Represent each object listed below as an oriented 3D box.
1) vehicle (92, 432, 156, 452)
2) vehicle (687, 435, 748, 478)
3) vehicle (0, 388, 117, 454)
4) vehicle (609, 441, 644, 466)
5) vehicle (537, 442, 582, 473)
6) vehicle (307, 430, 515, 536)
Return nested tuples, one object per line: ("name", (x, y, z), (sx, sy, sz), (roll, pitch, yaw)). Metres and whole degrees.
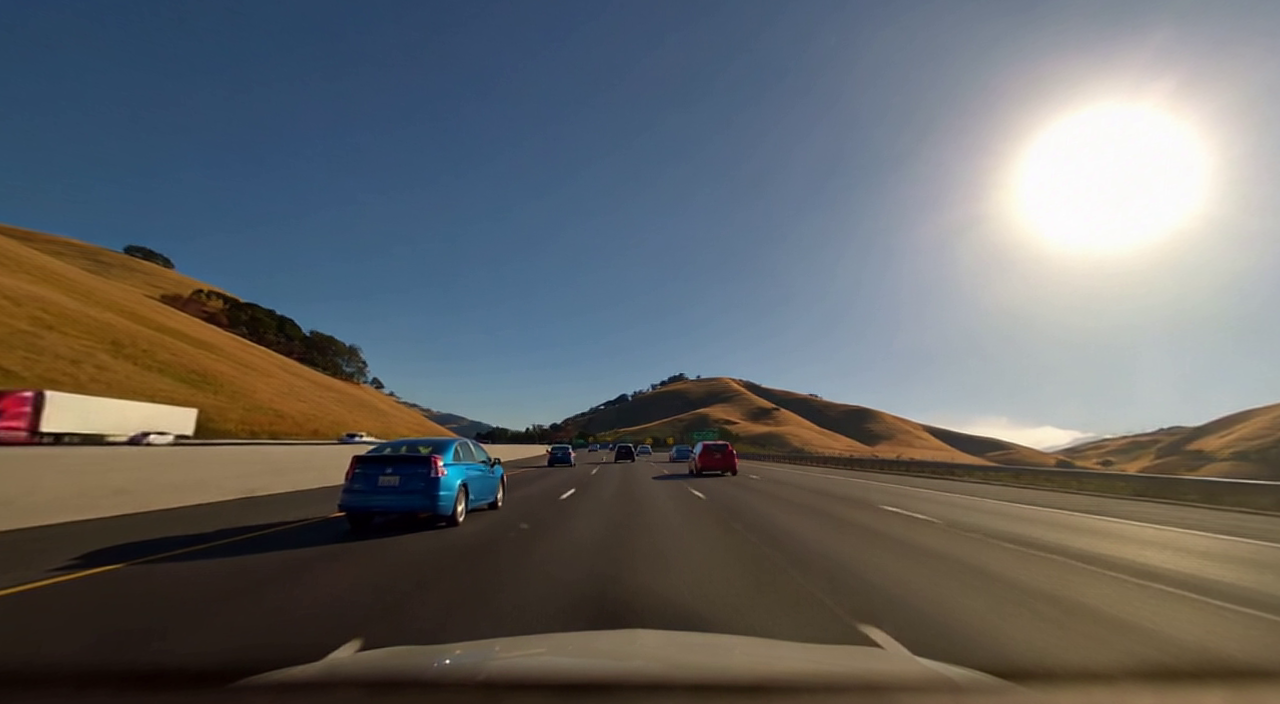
("vehicle", (-39.819, 6.958, 48.717), (1.678, 1.455, 3.870), (1, -9, -1))
("vehicle", (3.505, 4.820, 29.337), (2.222, 1.820, 4.733), (0, -9, 0))
("vehicle", (-43.441, 5.075, 45.139), (3.012, 4.259, 10.778), (1, -8, -3))
("vehicle", (-0.846, 6.645, 41.420), (2.147, 1.572, 4.094), (0, -9, 0))
("vehicle", (-4.072, 5.374, 32.355), (1.796, 1.464, 3.839), (0, -9, 0))
("vehicle", (-3.714, 2.200, 11.206), (1.993, 1.500, 4.248), (0, -9, 2))
